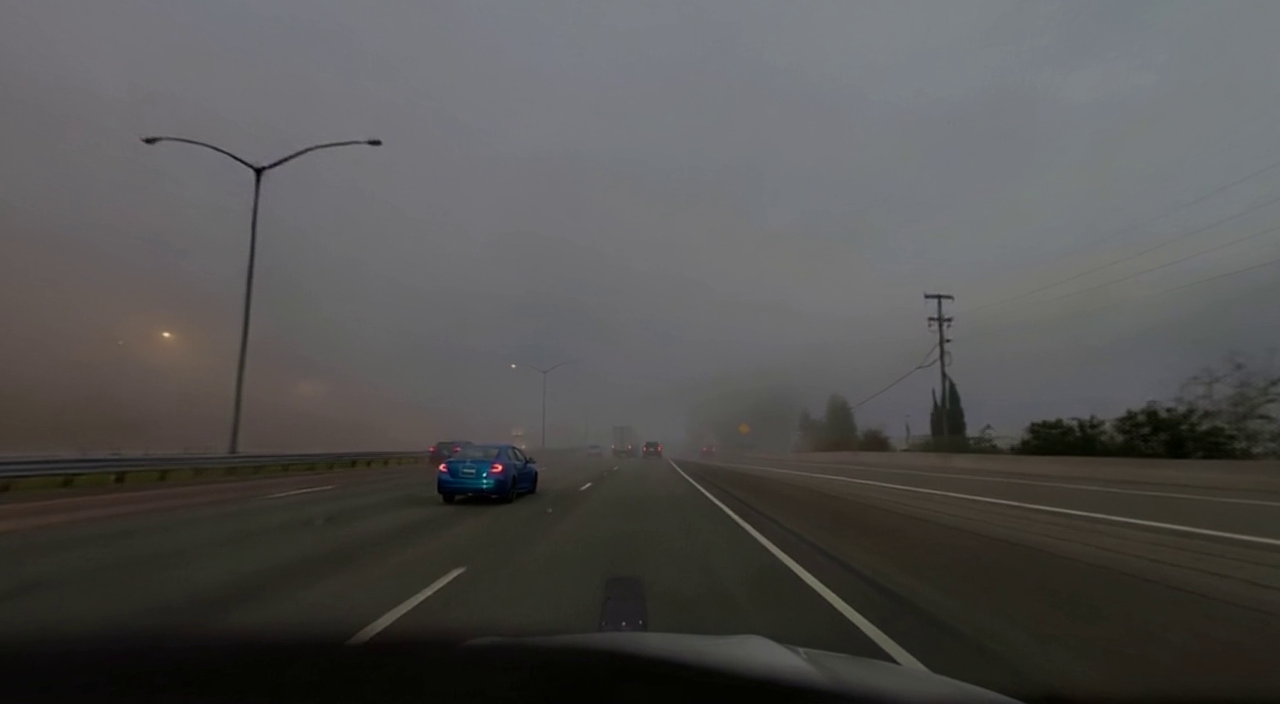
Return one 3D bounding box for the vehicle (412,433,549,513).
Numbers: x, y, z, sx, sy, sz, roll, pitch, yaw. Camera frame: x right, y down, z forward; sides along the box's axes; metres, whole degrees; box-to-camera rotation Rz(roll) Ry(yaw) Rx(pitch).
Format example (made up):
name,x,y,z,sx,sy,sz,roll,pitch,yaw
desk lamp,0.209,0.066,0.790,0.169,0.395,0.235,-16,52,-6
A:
name,x,y,z,sx,sy,sz,roll,pitch,yaw
vehicle,-3.317,2.583,13.925,1.953,1.511,3.704,0,-8,2
